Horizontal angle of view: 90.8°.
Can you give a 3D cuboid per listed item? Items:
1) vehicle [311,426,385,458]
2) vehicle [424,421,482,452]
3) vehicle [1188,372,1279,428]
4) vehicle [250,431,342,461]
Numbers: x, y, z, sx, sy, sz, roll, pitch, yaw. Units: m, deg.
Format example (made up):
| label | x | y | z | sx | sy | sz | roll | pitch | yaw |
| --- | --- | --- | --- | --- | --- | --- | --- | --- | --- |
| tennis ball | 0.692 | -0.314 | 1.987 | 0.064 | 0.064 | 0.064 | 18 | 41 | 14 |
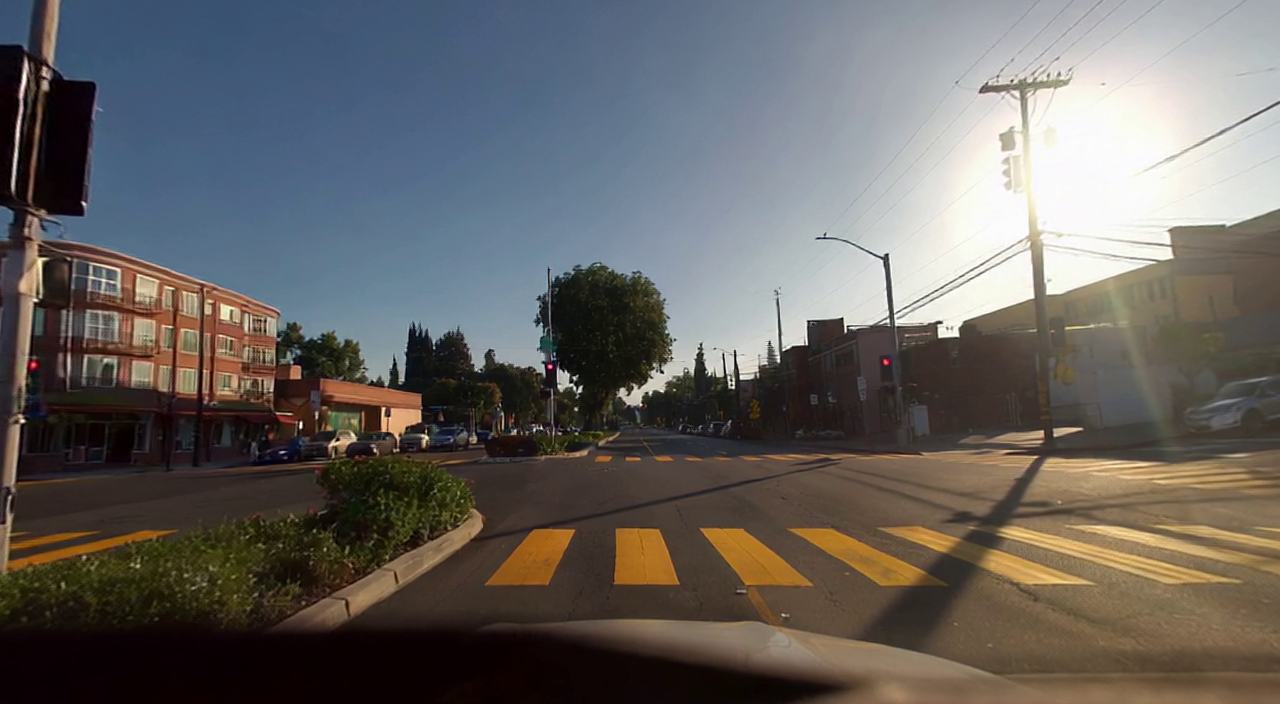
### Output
| label | x | y | z | sx | sy | sz | roll | pitch | yaw |
| --- | --- | --- | --- | --- | --- | --- | --- | --- | --- |
| vehicle | -18.257 | 5.682 | 39.848 | 2.225 | 1.871 | 5.189 | 0 | -8 | 0 |
| vehicle | -11.730 | 5.377 | 39.946 | 2.118 | 1.809 | 4.591 | 0 | -8 | 2 |
| vehicle | 22.365 | 1.629 | 22.228 | 4.531 | 1.753 | 1.964 | -2 | -2 | -5 |
| vehicle | -18.057 | 4.977 | 33.518 | 1.939 | 1.430 | 5.533 | 0 | -8 | -2 |
